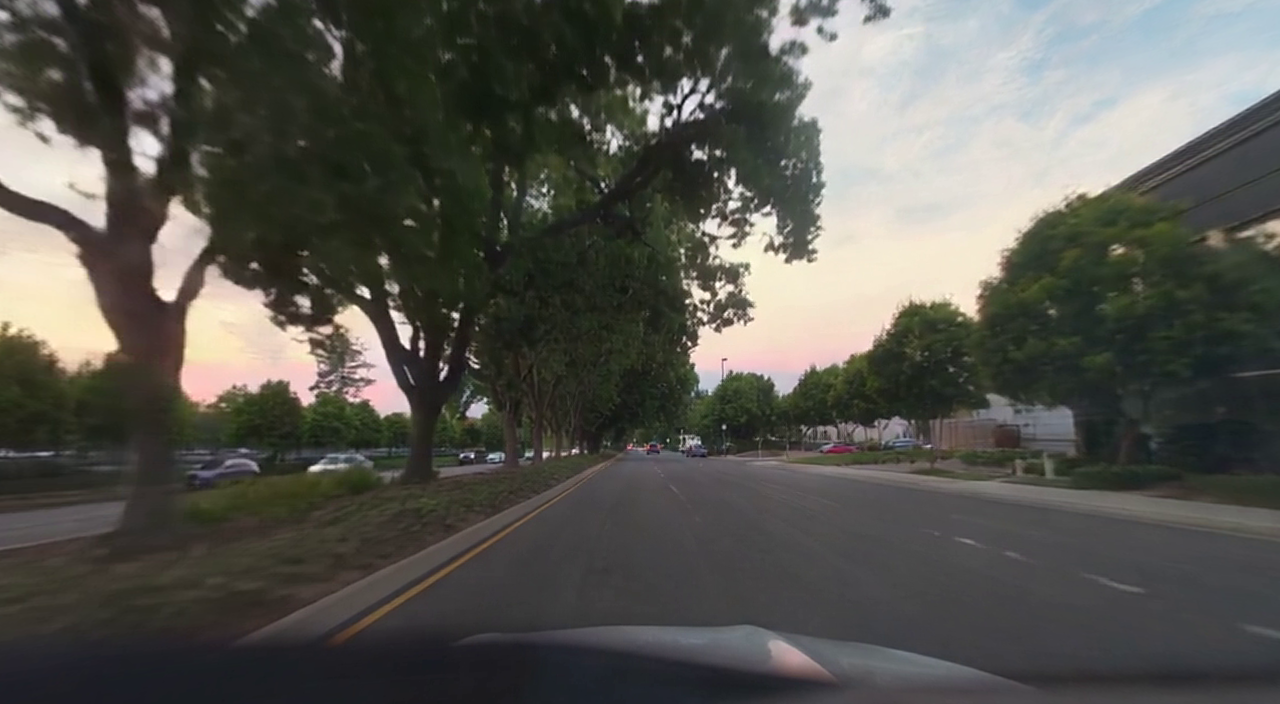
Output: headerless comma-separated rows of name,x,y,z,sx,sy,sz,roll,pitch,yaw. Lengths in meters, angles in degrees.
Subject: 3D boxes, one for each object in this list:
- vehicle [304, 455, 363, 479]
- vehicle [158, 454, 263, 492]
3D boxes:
vehicle,-21.414,8.049,44.398,1.847,1.454,4.413,-1,-9,1
vehicle,-21.977,6.173,32.571,1.922,1.738,4.556,-1,-9,5
